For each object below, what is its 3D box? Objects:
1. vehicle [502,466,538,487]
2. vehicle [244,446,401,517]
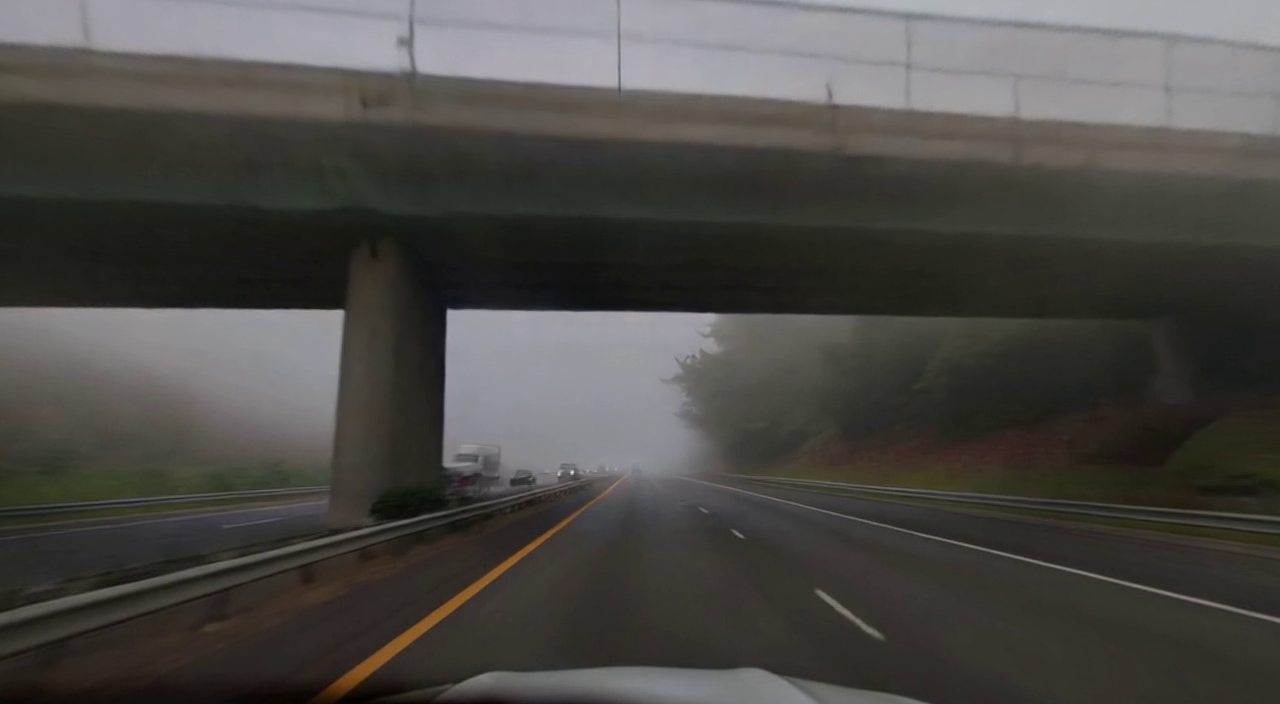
[{"bbox_3d":[-9.230,9.613,48.606,1.919,1.507,3.887,1,-10,1],"label":"vehicle"},{"bbox_3d":[-9.085,3.779,18.580,2.142,1.773,4.793,1,-10,-1],"label":"vehicle"}]
